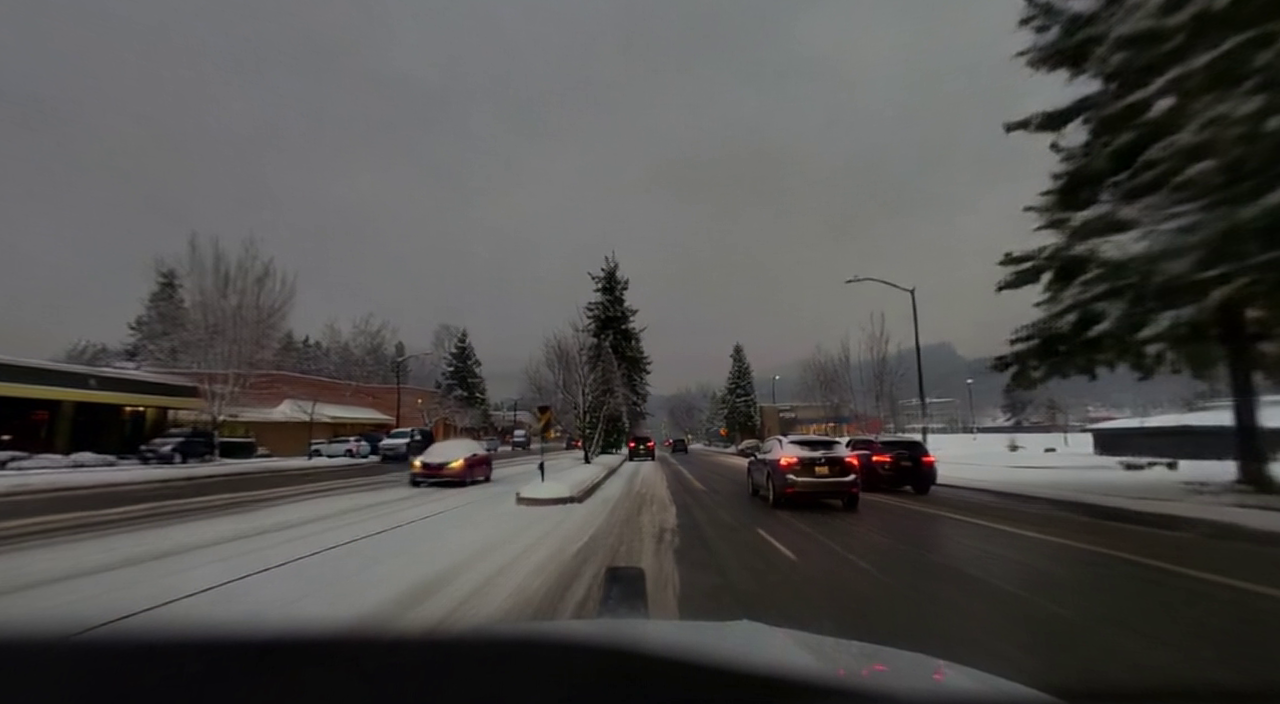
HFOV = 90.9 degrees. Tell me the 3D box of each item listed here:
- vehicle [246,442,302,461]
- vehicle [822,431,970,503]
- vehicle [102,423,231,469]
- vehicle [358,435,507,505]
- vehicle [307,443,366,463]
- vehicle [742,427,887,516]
[{"bbox_3d":[-27.029,7.355,46.757,1.795,1.360,3.780,0,-9,2],"label":"vehicle"},{"bbox_3d":[6.999,3.198,17.960,2.134,1.738,4.833,0,-9,-1],"label":"vehicle"},{"bbox_3d":[-25.008,4.964,33.727,2.200,2.170,6.131,0,-7,0],"label":"vehicle"},{"bbox_3d":[-4.741,2.764,15.270,2.084,1.415,4.580,0,-9,0],"label":"vehicle"},{"bbox_3d":[-22.973,7.634,47.940,1.824,1.420,4.984,0,-9,2],"label":"vehicle"},{"bbox_3d":[3.662,2.582,14.052,2.072,1.669,3.836,0,-9,-1],"label":"vehicle"}]
